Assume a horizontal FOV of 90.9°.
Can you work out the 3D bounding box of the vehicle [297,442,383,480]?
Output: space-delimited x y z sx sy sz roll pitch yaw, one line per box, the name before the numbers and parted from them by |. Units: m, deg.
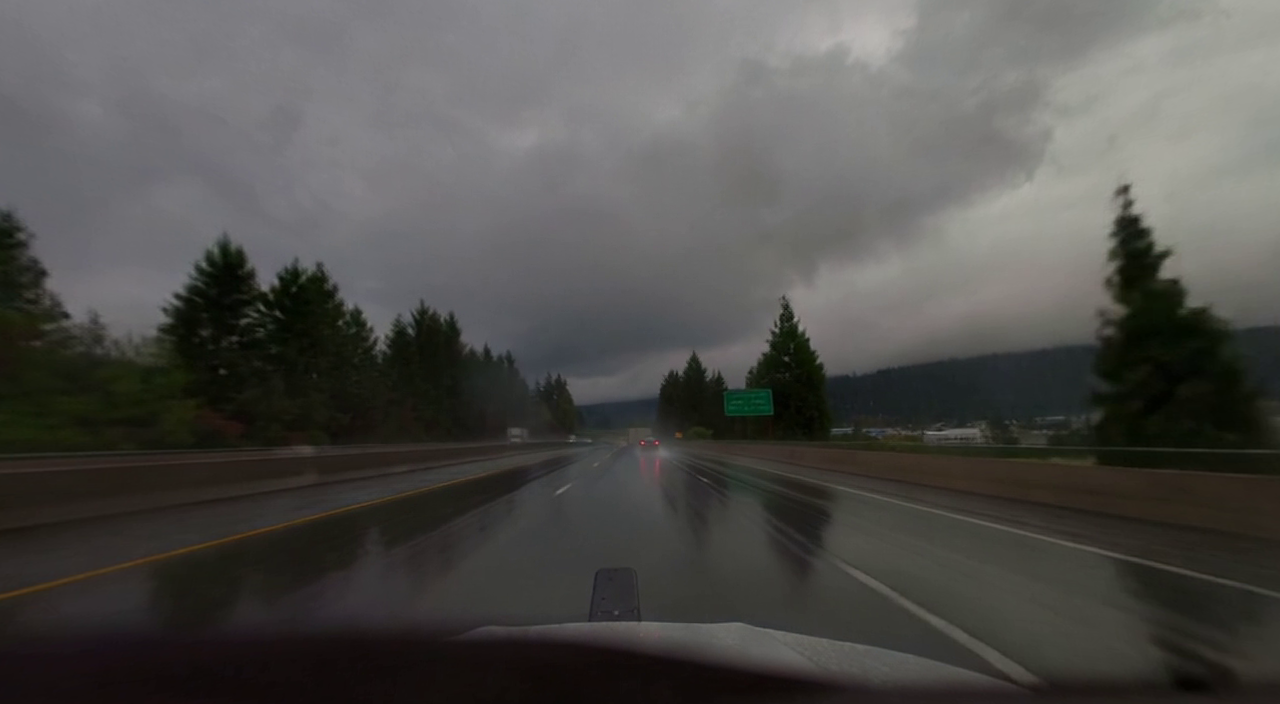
vehicle | -12.104 4.389 25.699 1.719 1.370 3.942 0 -8 -3
